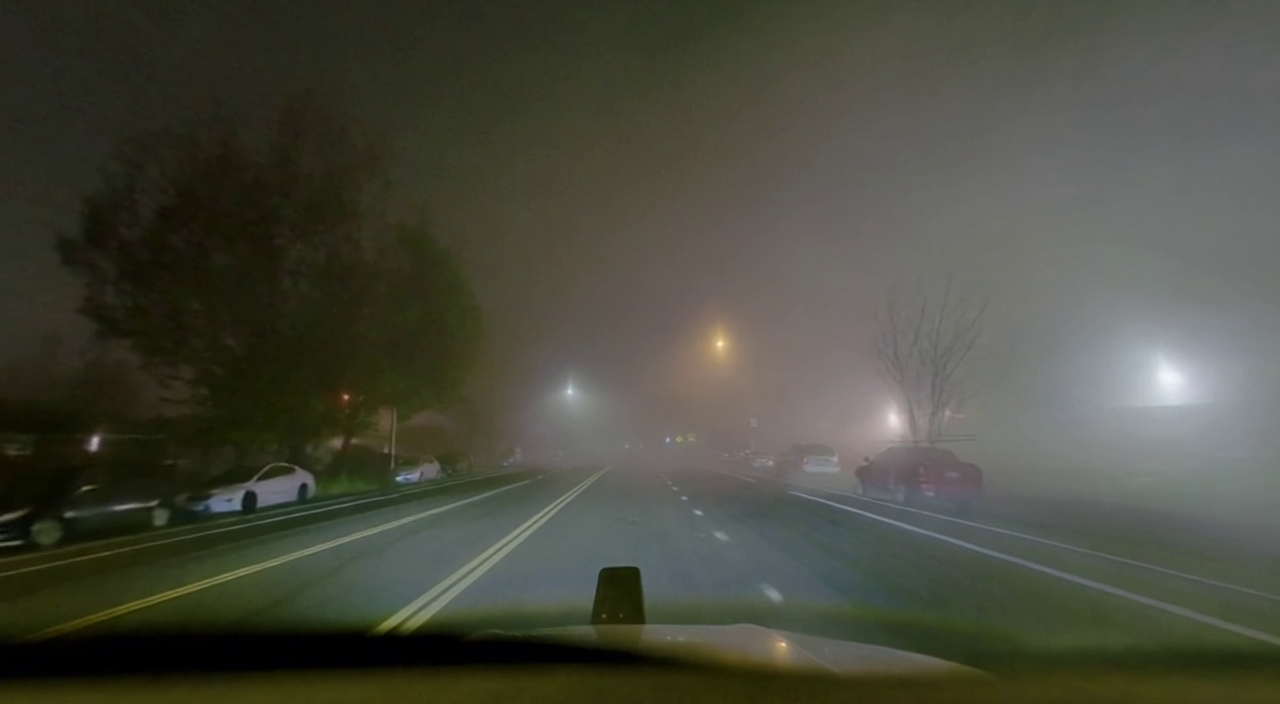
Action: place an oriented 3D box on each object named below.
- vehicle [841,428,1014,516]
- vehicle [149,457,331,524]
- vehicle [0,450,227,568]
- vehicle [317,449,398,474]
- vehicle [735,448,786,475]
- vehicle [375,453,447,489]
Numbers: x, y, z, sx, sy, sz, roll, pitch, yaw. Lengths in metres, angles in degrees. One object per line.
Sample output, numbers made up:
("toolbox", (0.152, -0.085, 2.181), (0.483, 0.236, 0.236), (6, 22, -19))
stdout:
("vehicle", (7.150, 3.015, 16.453), (2.103, 1.912, 4.892), (0, -9, -1))
("vehicle", (-10.857, 3.752, 17.707), (2.007, 1.528, 4.710), (-2, -9, 0))
("vehicle", (-10.807, 2.782, 12.050), (2.050, 1.769, 5.585), (0, -9, 0))
("vehicle", (-19.205, 7.485, 43.075), (4.664, 1.524, 1.891), (-2, -10, 1))
("vehicle", (7.072, 6.455, 37.670), (1.982, 1.479, 4.687), (0, -9, -2))
("vehicle", (-10.872, 5.655, 30.339), (1.840, 1.526, 4.214), (-1, -9, 1))
